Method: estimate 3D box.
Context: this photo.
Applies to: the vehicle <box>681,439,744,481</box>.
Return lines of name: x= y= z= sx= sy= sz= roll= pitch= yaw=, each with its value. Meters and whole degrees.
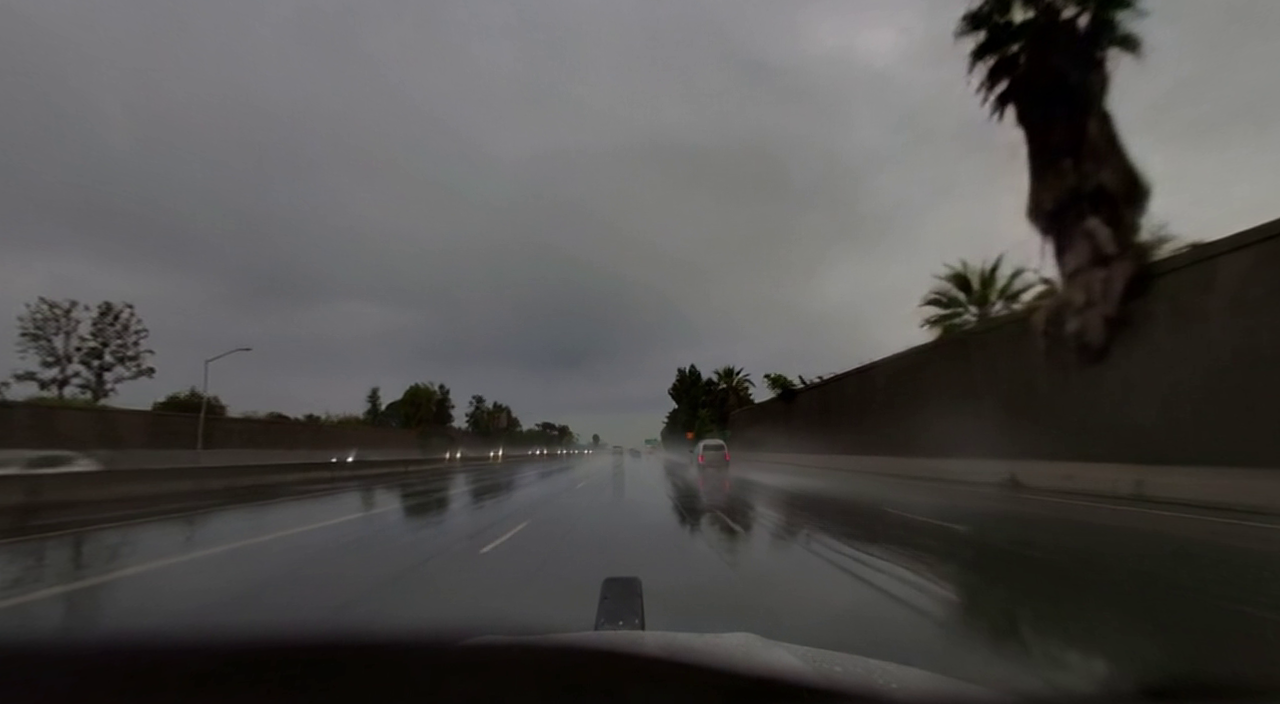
vehicle: x=3.058 y=4.671 z=27.584 sx=2.130 sy=1.677 sz=4.317 roll=0 pitch=-9 yaw=-2

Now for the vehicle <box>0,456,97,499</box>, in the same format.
vehicle: x=-23.801 y=4.804 z=24.524 sx=1.797 sy=1.499 sz=4.020 roll=0 pitch=-9 yaw=0
